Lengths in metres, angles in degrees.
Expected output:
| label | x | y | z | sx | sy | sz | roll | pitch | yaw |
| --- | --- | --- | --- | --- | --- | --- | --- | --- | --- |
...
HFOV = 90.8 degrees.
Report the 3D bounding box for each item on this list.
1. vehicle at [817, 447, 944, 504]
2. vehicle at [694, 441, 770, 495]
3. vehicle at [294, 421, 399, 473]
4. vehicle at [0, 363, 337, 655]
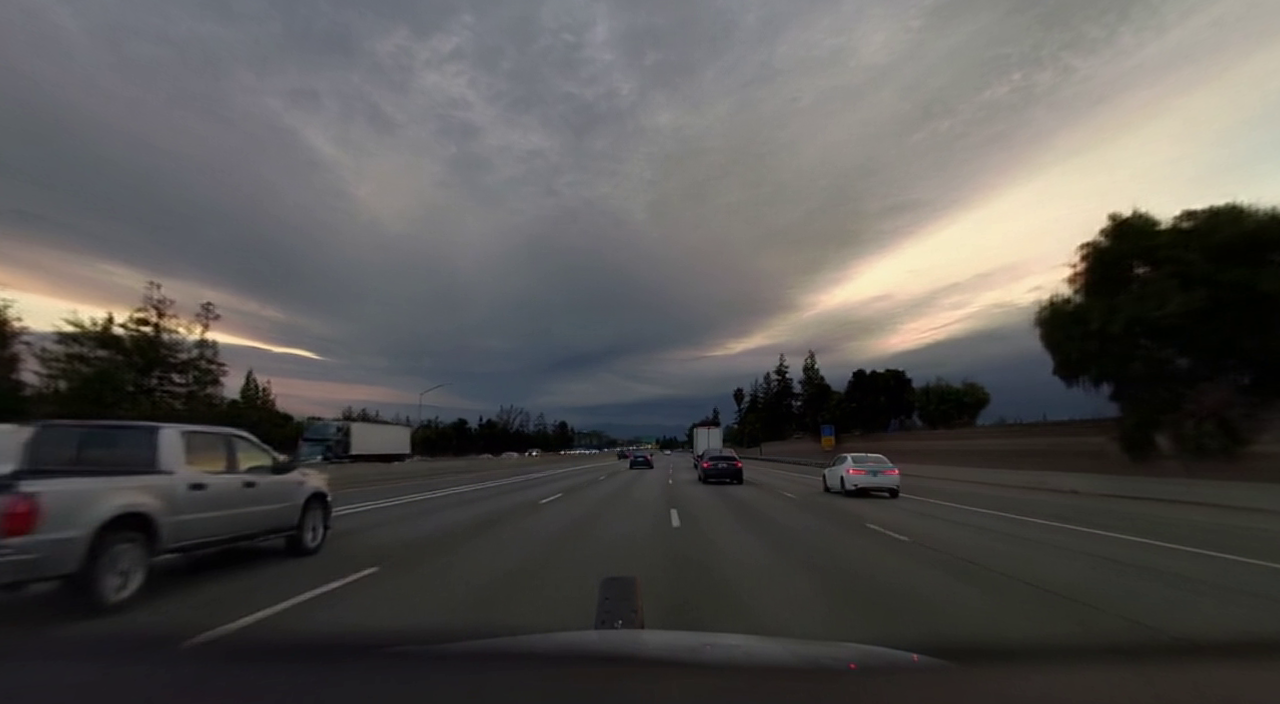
| label | x | y | z | sx | sy | sz | roll | pitch | yaw |
| --- | --- | --- | --- | --- | --- | --- | --- | --- | --- |
| vehicle | 7.131 | 3.682 | 19.367 | 2.146 | 1.482 | 4.665 | 0 | -9 | 1 |
| vehicle | 3.116 | 4.027 | 22.331 | 2.103 | 1.717 | 4.399 | 0 | -9 | 1 |
| vehicle | -20.601 | 6.795 | 45.084 | 2.848 | 3.328 | 8.515 | -1 | -9 | 4 |
| vehicle | -5.150 | 1.259 | 5.679 | 2.036 | 1.892 | 5.214 | 0 | -9 | 3 |
